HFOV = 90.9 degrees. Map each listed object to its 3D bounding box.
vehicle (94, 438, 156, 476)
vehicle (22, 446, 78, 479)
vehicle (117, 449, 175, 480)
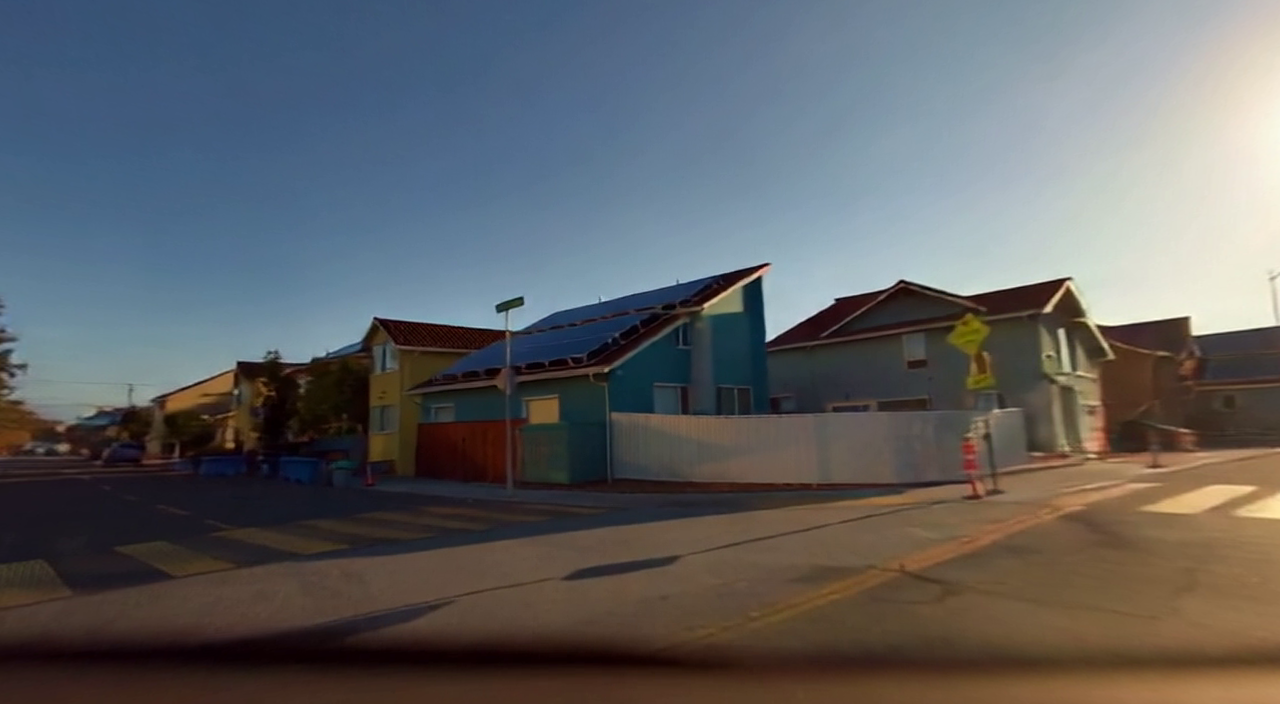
[{"bbox_3d":[-34.372,6.919,41.951,2.492,2.319,5.914,7,-10,-44],"label":"vehicle"},{"bbox_3d":[-34.837,6.476,37.131,4.197,1.742,2.050,-8,-10,44],"label":"vehicle"},{"bbox_3d":[-27.309,6.157,34.766,1.998,1.494,3.927,7,-10,-43],"label":"vehicle"}]
